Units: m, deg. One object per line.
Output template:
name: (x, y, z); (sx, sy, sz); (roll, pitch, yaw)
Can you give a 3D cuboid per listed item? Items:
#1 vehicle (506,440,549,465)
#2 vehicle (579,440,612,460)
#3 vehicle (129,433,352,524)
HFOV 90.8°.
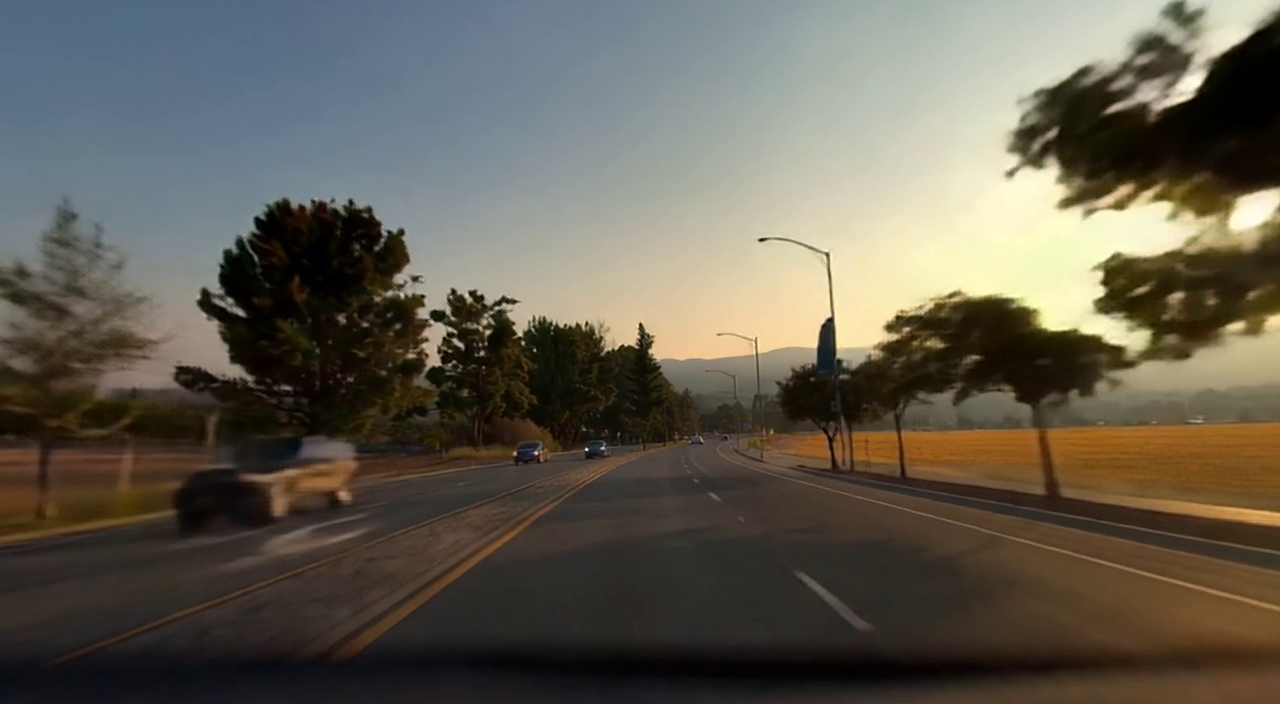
vehicle: (-7.708, 6.921, 43.695); (1.982, 1.671, 4.431); (0, -8, 3)
vehicle: (-3.403, 7.542, 48.808); (1.989, 1.461, 4.081); (-1, -8, 4)
vehicle: (-8.469, 2.687, 14.019); (2.058, 1.680, 4.315); (0, -8, 1)
